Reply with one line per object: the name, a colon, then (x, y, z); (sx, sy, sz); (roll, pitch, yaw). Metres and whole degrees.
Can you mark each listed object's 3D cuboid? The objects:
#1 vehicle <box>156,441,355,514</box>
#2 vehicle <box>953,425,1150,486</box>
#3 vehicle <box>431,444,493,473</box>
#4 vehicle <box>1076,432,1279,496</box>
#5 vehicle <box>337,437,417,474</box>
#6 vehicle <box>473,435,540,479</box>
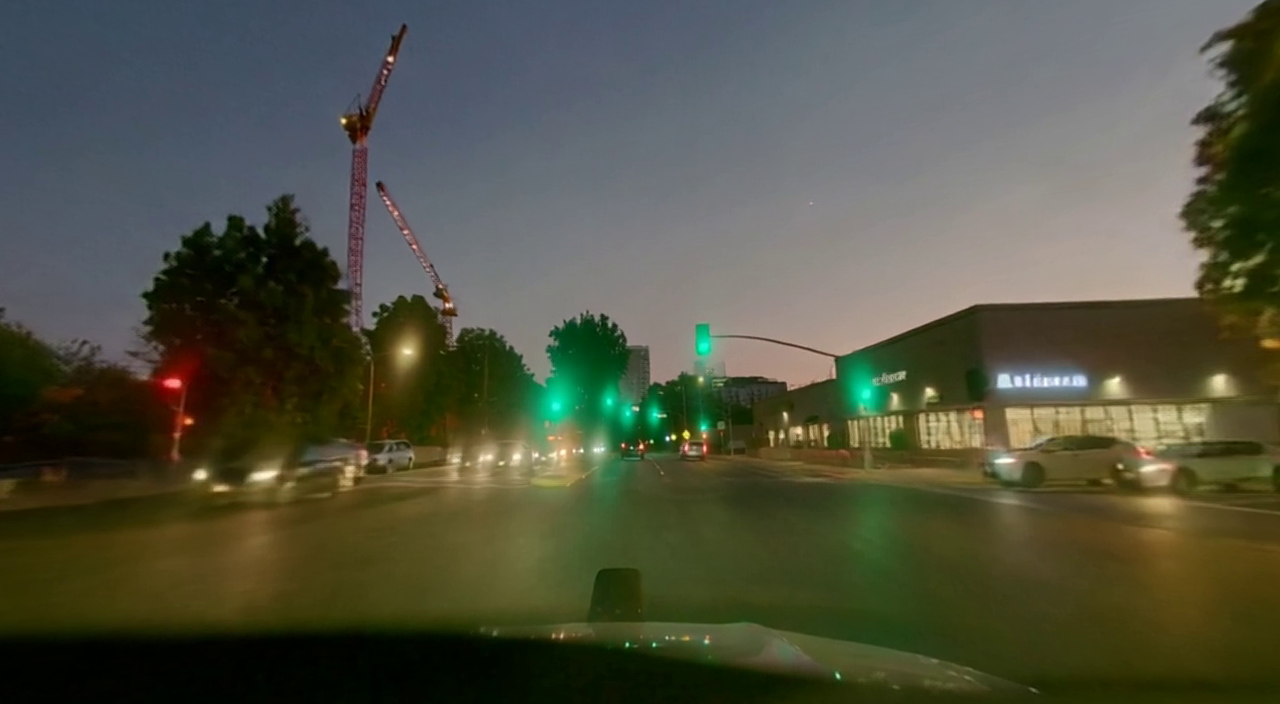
vehicle: (-8.798, 2.885, 15.040); (2.067, 1.460, 4.290); (0, -8, -1)
vehicle: (12.756, 3.238, 19.939); (4.641, 1.772, 2.080); (-1, -9, 7)
vehicle: (-9.257, 5.571, 33.297); (1.947, 1.434, 4.557); (0, -8, 0)
vehicle: (13.874, 2.760, 15.762); (4.506, 1.479, 1.924); (0, -8, 2)
vehicle: (-16.481, 6.511, 39.994); (2.314, 2.135, 5.914); (-1, -8, 2)
vehicle: (-5.852, 4.604, 28.130); (1.983, 1.715, 4.466); (-2, -8, 0)
